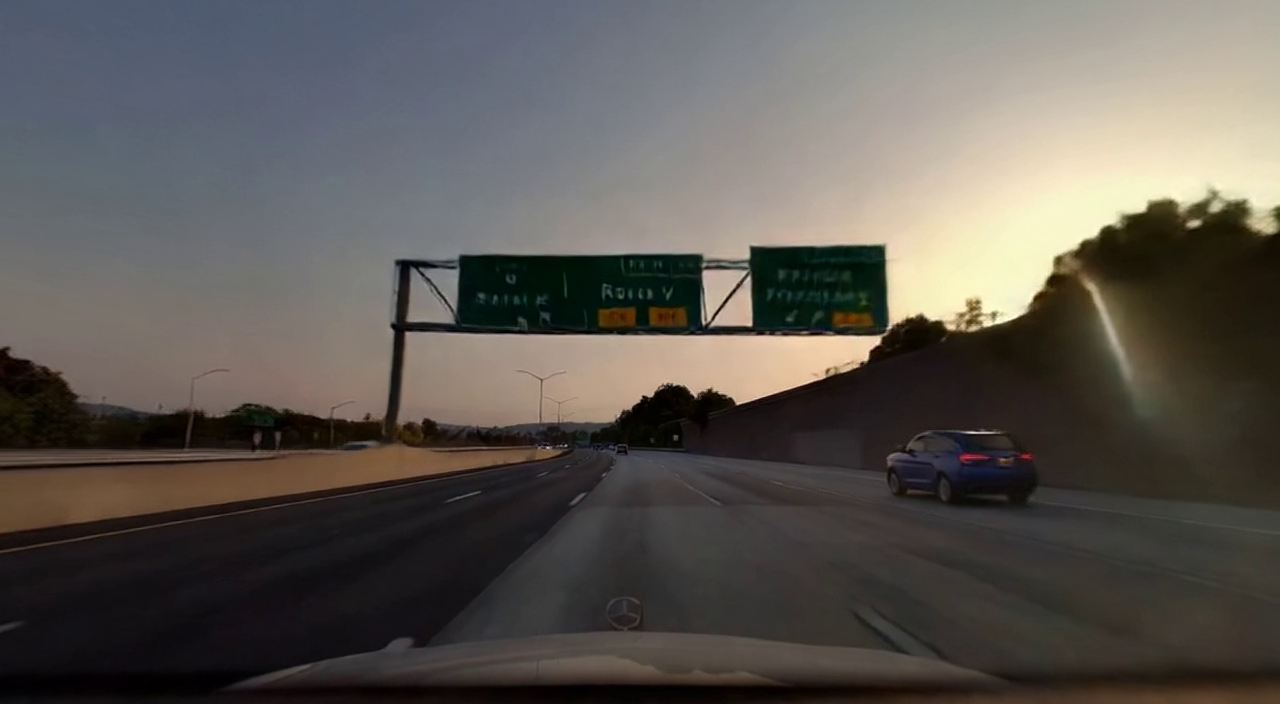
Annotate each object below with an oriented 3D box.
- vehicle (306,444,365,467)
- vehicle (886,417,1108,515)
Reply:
[{"bbox_3d":[-22.004,7.509,45.731,2.091,1.558,4.396,-1,-9,0],"label":"vehicle"},{"bbox_3d":[7.183,2.350,13.383,2.091,1.711,4.383,0,-9,-1],"label":"vehicle"}]
